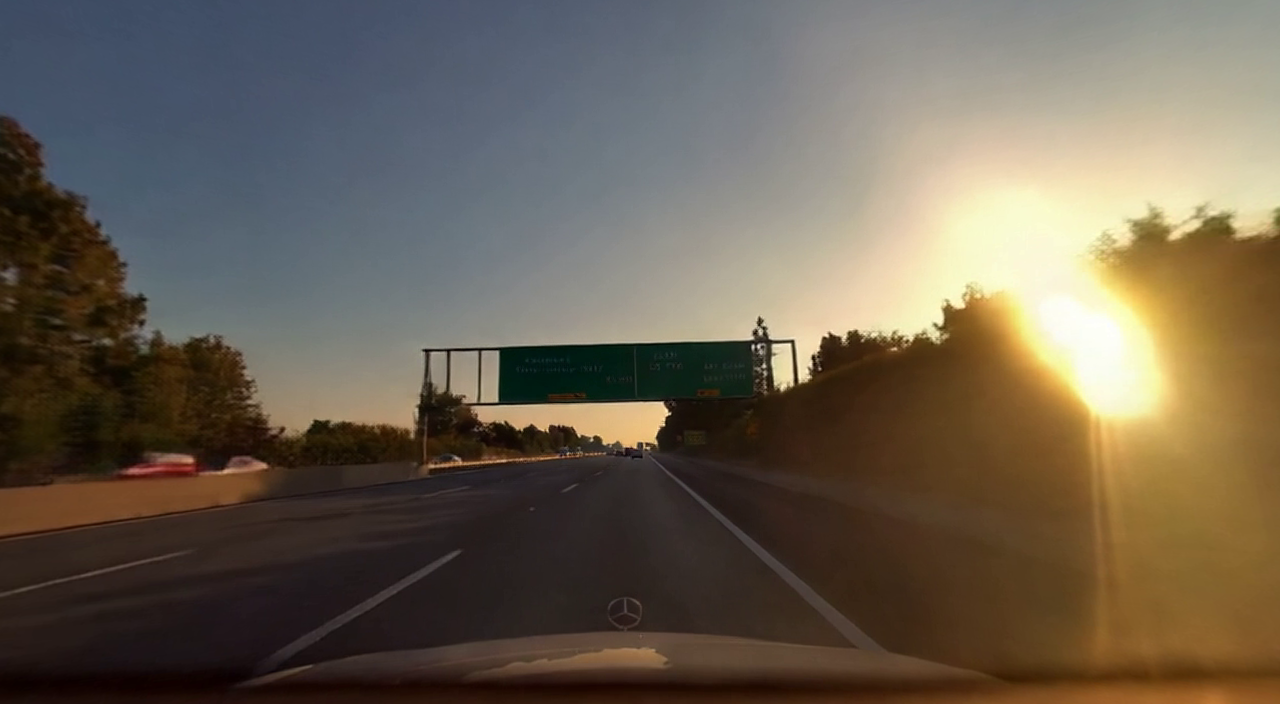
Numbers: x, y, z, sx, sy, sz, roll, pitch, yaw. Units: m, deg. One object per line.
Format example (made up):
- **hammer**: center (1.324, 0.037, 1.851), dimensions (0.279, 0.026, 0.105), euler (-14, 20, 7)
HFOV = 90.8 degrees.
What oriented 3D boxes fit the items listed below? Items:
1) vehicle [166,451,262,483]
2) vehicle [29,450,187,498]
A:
- **vehicle**: center (-21.094, 5.684, 31.483), dimensions (1.787, 1.437, 4.161), euler (-1, -9, 1)
- **vehicle**: center (-21.097, 4.816, 25.388), dimensions (2.098, 1.729, 4.844), euler (0, -9, 0)
